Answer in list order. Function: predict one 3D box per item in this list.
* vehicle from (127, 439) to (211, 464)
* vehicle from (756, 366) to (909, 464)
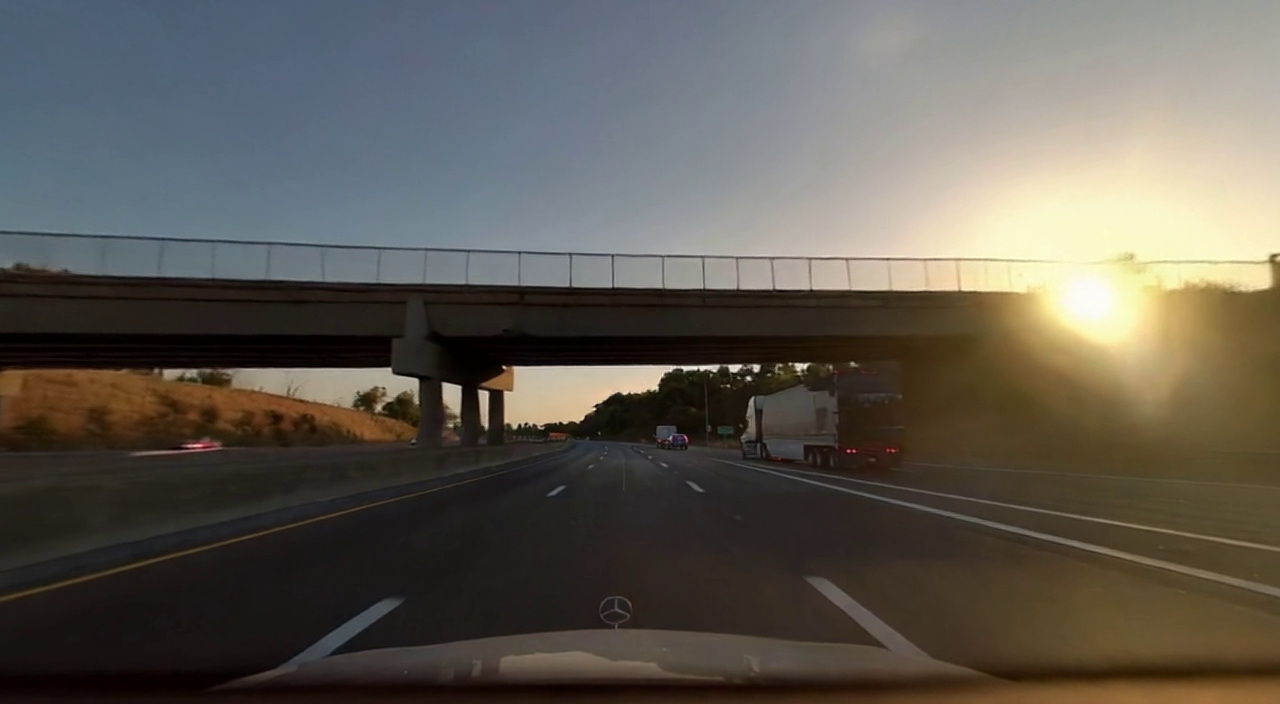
[{"bbox_3d":[-31.070,6.561,41.694,1.914,1.478,4.481,-1,-8,2],"label":"vehicle"},{"bbox_3d":[9.200,3.536,32.808,2.855,4.053,13.328,0,-8,-4],"label":"vehicle"}]
